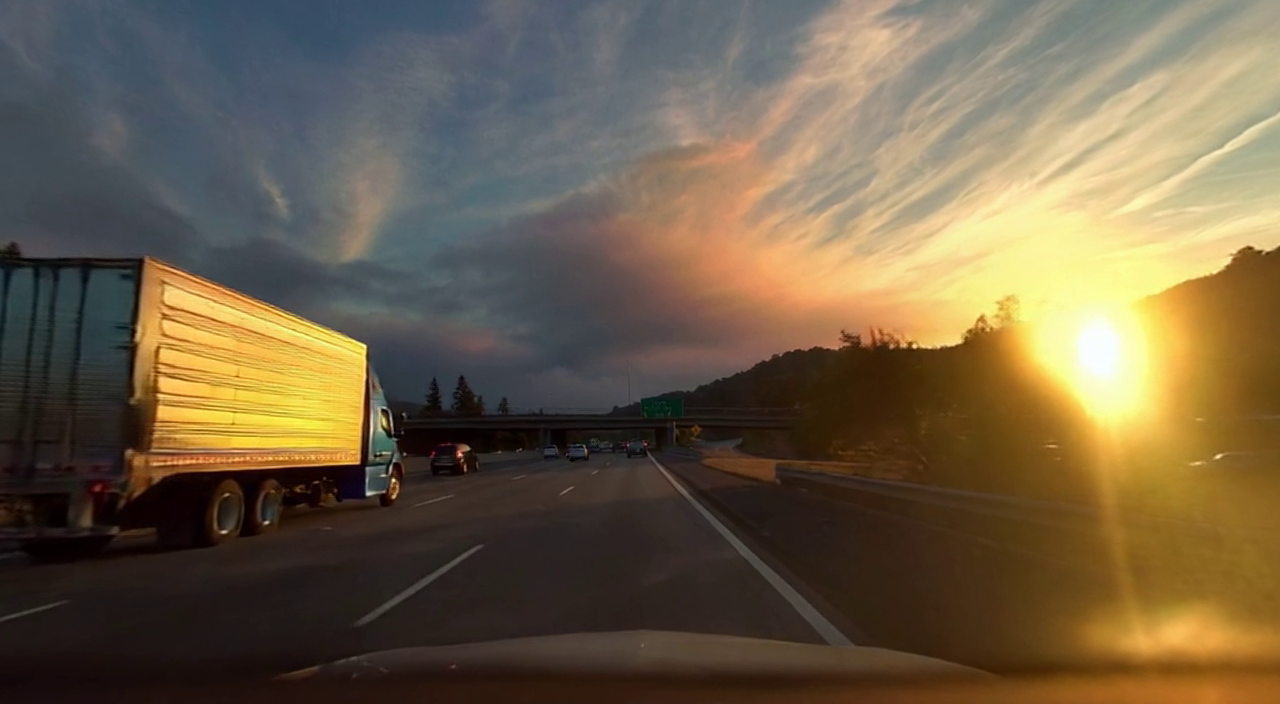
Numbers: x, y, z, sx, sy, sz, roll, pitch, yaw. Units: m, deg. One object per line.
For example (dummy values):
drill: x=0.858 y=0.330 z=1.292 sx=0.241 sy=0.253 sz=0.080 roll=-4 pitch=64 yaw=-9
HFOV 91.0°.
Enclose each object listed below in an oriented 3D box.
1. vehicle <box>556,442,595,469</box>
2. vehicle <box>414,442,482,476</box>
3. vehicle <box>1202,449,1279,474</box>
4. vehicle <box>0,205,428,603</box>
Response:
vehicle: x=-4.212 y=6.842 z=41.672 sx=2.094 sy=1.695 sz=4.260 roll=0 pitch=-9 yaw=0
vehicle: x=-10.806 y=6.065 z=35.906 sx=2.146 sy=1.764 sz=5.510 roll=0 pitch=-9 yaw=0
vehicle: x=43.290 y=7.776 z=44.928 sx=4.134 sy=1.691 sz=2.097 roll=-3 pitch=-9 yaw=17
vehicle: x=-7.216 y=1.186 z=11.218 sx=3.303 sy=3.868 sz=10.298 roll=0 pitch=-9 yaw=0
